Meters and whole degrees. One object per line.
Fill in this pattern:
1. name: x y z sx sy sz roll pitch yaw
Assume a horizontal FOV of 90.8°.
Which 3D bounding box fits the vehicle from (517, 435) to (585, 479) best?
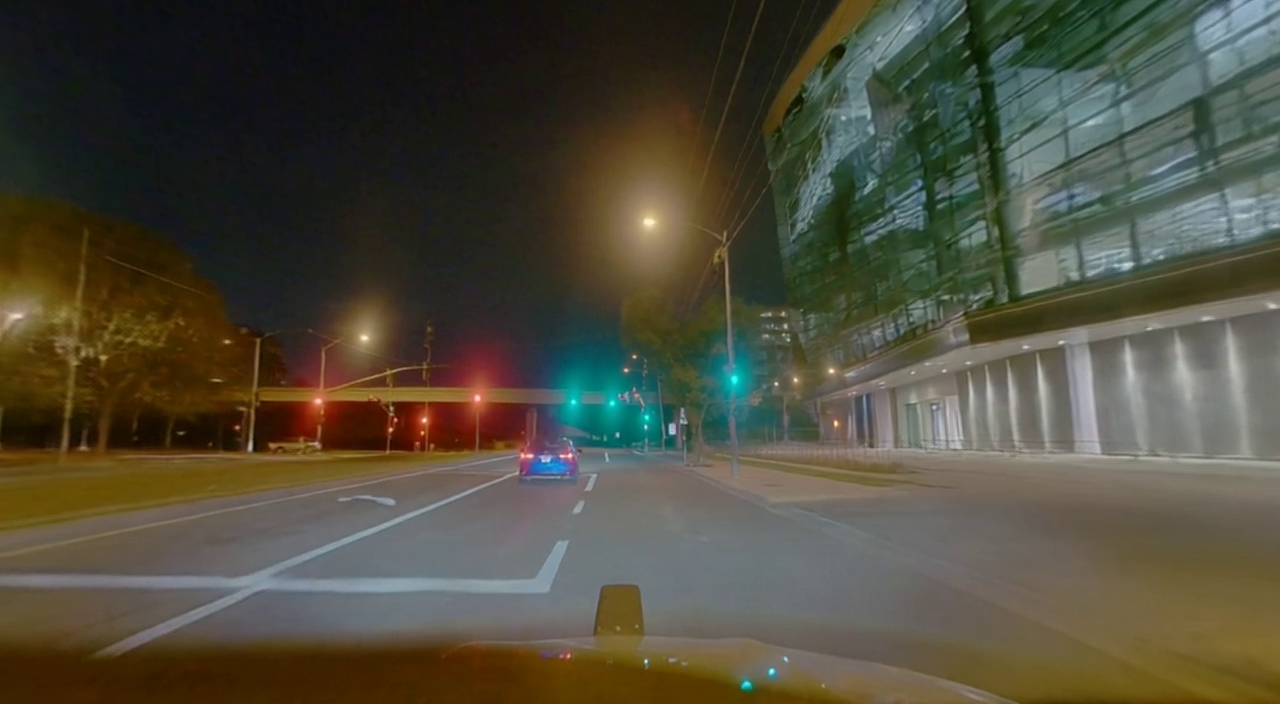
1. vehicle: -3.207 3.914 23.702 2.154 1.465 4.532 1 -9 -3
